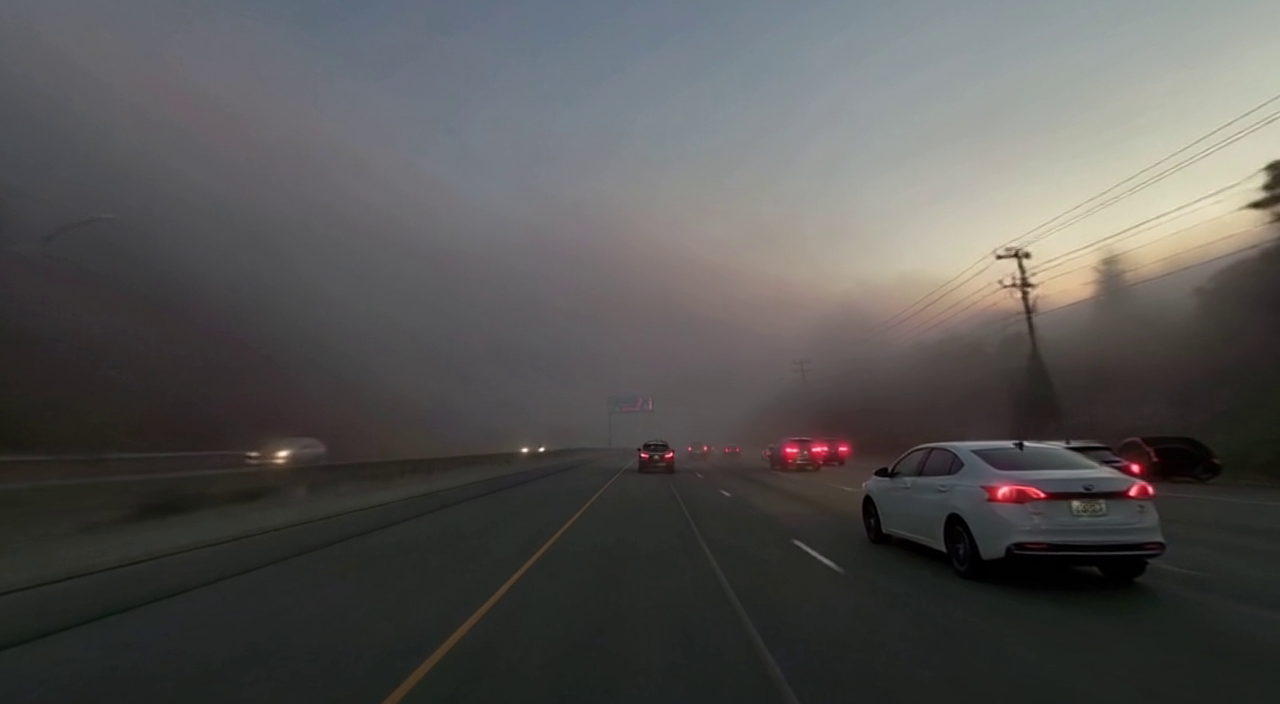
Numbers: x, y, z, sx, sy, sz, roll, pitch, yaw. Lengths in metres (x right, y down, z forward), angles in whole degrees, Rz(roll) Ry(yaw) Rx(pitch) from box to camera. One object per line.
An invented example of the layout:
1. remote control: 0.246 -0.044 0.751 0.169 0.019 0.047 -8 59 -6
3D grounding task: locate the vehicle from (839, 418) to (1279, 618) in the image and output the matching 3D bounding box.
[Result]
1. vehicle: 3.924 1.573 6.982 1.986 1.478 4.429 0 -8 0

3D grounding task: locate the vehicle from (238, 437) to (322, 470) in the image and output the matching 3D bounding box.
1. vehicle: -20.384 5.748 35.925 2.015 1.716 4.433 0 -8 2

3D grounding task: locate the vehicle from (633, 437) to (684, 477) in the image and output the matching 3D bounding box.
1. vehicle: 0.753 4.533 27.456 2.042 1.581 3.769 0 -8 0

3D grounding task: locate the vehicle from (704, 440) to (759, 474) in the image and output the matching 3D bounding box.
1. vehicle: 4.163 4.830 29.232 1.936 1.465 4.060 0 -8 0

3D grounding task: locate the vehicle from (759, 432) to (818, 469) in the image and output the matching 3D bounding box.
1. vehicle: 7.980 5.343 34.333 2.041 1.821 4.562 0 -8 0
